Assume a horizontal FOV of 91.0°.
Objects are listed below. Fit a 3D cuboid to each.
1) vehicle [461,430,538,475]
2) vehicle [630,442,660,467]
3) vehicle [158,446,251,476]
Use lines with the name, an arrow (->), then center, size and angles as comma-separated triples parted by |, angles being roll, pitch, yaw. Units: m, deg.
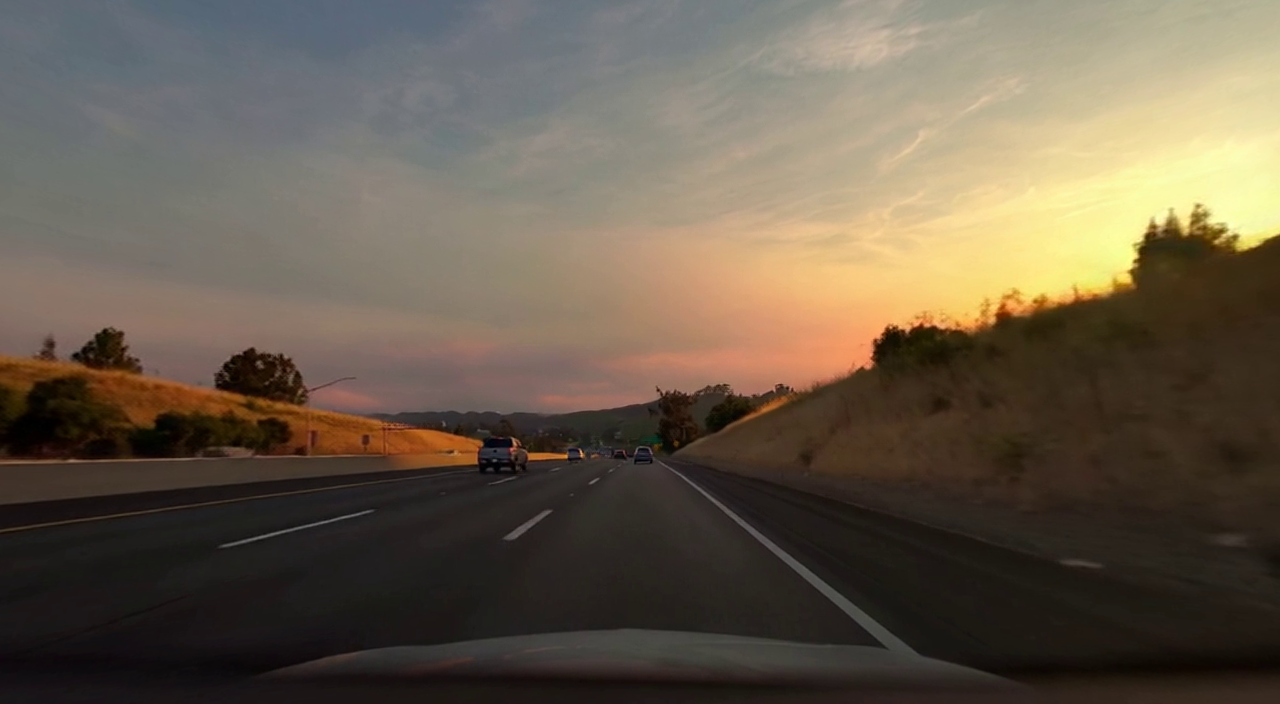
vehicle -> -6.686, 4.883, 30.852 | 2.438, 1.967, 5.596 | 0, -9, 0
vehicle -> 0.364, 7.691, 47.367 | 2.141, 1.706, 4.065 | 0, -9, 0
vehicle -> -24.962, 6.234, 36.364 | 1.866, 1.557, 4.805 | 0, -9, 1
